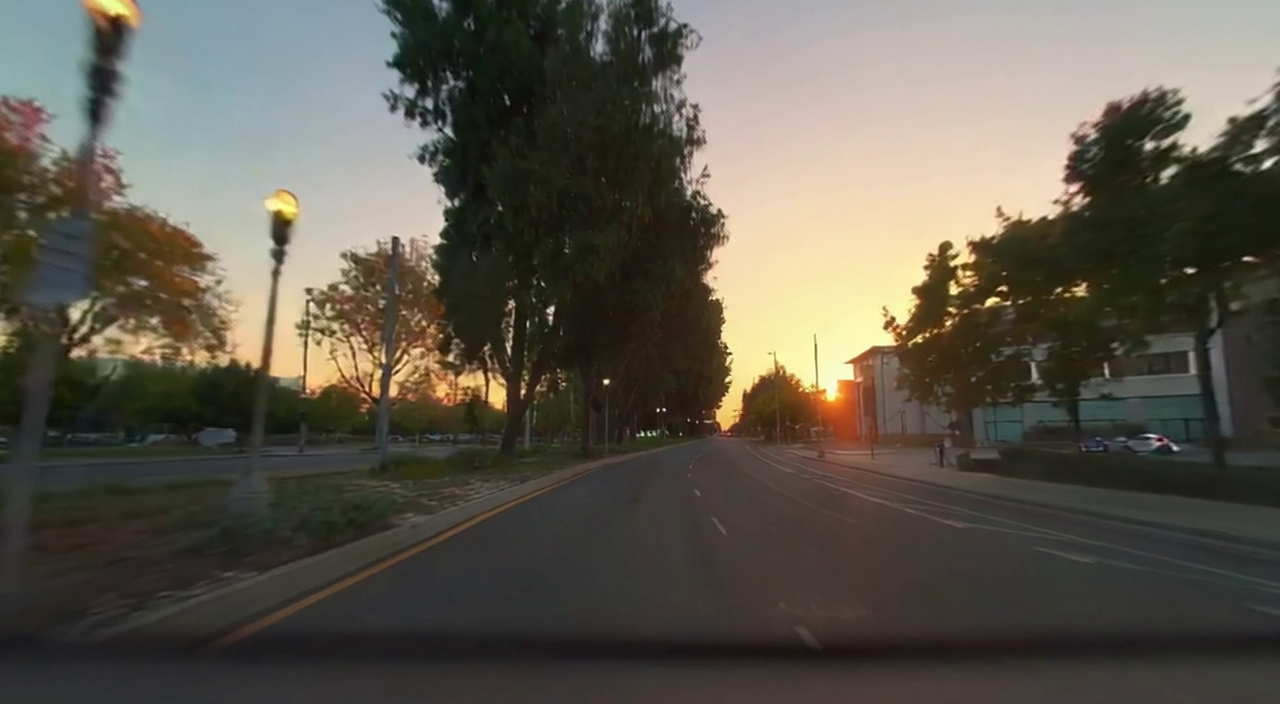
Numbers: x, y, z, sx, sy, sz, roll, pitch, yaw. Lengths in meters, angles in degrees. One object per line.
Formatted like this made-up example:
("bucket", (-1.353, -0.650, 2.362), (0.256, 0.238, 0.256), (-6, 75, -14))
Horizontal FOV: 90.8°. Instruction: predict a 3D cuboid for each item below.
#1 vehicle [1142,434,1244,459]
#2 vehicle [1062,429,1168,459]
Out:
("vehicle", (32.736, 5.601, 37.471), (4.329, 1.466, 1.846), (0, -8, -1))
("vehicle", (33.840, 6.571, 45.180), (5.608, 2.033, 2.152), (-1, -8, 5))
